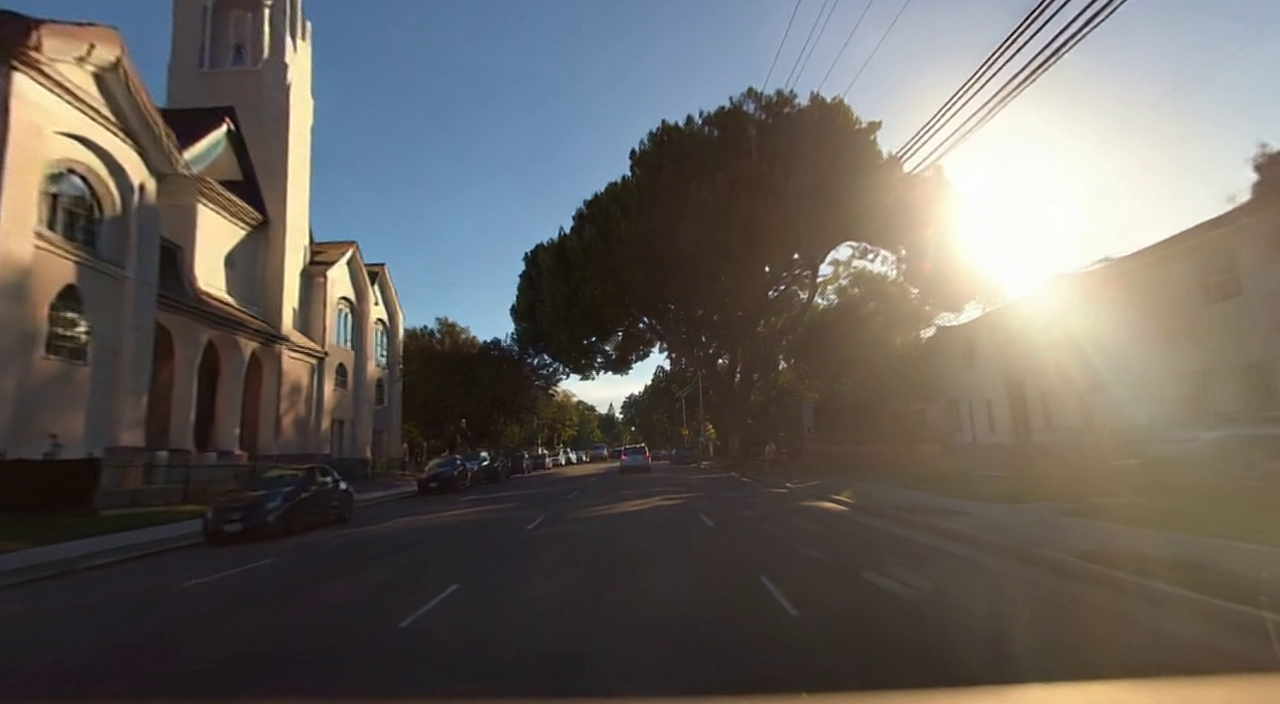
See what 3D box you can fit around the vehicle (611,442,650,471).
[{"bbox_3d":[-0.554,5.937,36.100,2.093,1.497,4.010,-1,-8,-1],"label":"vehicle"}]
